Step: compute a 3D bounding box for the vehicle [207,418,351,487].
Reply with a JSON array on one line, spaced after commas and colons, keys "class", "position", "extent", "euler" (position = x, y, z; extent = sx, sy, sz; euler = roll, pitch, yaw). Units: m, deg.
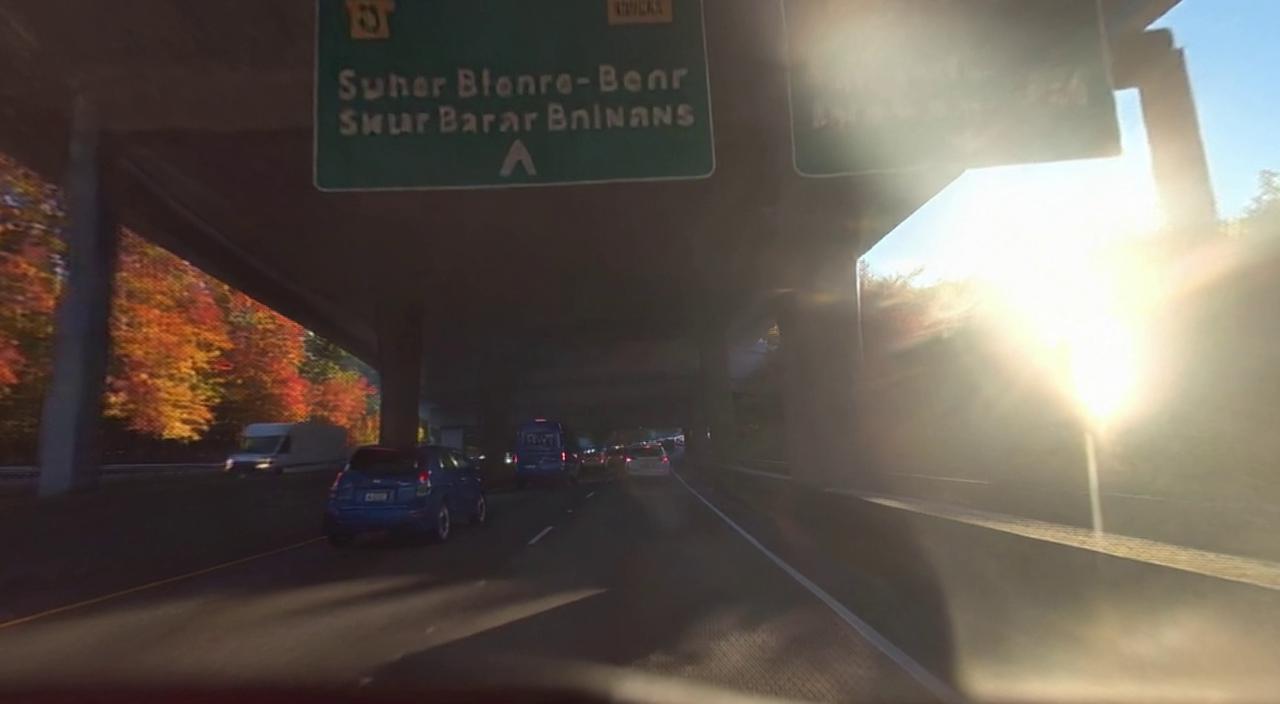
[{"class": "vehicle", "position": [-21.863, 6.183, 38.870], "extent": [2.958, 3.709, 9.339], "euler": [-1, -9, 2]}]

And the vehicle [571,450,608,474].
[{"class": "vehicle", "position": [-3.262, 7.222, 41.357], "extent": [2.015, 1.496, 4.312], "euler": [0, -9, 1]}]

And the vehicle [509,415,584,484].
[{"class": "vehicle", "position": [-3.944, 4.279, 27.580], "extent": [2.275, 2.692, 5.810], "euler": [0, -9, 1]}]

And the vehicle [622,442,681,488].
[{"class": "vehicle", "position": [0.434, 4.535, 25.447], "extent": [2.195, 1.679, 4.070], "euler": [0, -9, 1]}]

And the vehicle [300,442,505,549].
[{"class": "vehicle", "position": [-3.788, 2.335, 10.883], "extent": [1.977, 1.485, 3.973], "euler": [0, -9, 0]}]
